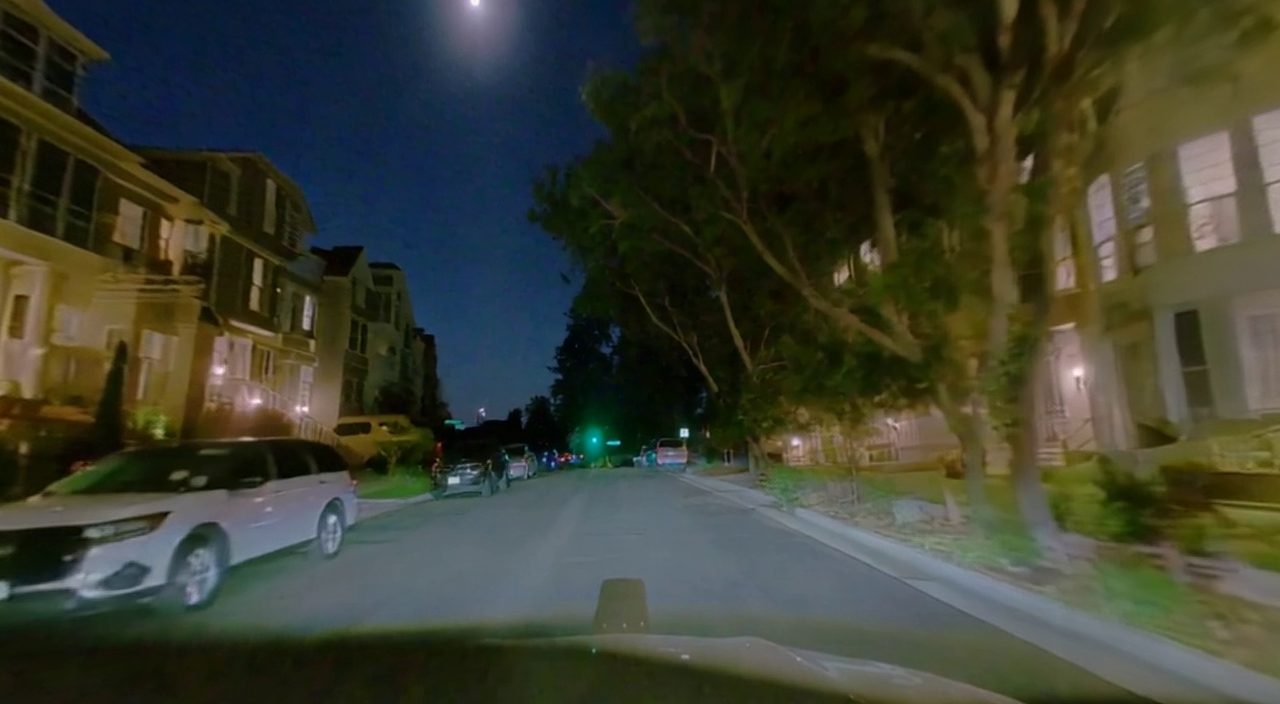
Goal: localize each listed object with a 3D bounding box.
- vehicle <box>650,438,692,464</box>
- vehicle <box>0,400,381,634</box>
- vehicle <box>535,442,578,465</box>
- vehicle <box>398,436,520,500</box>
[{"bbox_3d":[1.845,6.065,38.917,2.000,1.456,5.251,1,-8,-4],"label":"vehicle"},{"bbox_3d":[-4.671,1.548,6.857,1.974,1.664,4.539,0,-9,-3],"label":"vehicle"},{"bbox_3d":[-5.092,6.203,38.885,1.995,1.330,4.080,0,-8,1],"label":"vehicle"},{"bbox_3d":[-4.846,3.158,17.679,2.086,1.493,4.582,-1,-8,0],"label":"vehicle"}]
